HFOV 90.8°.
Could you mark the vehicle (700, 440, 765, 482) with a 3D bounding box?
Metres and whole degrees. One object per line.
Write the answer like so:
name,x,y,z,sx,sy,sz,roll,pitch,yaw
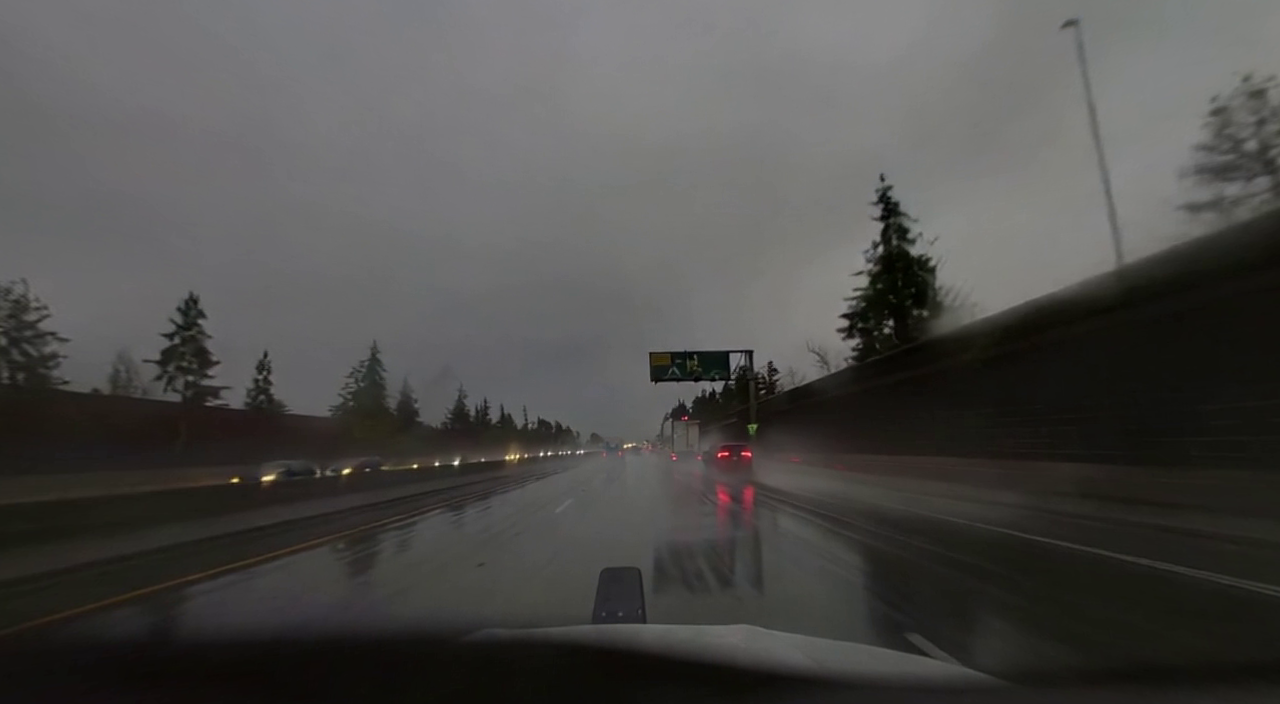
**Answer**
vehicle,3.919,4.696,27.392,2.066,1.638,4.158,0,-9,-2
